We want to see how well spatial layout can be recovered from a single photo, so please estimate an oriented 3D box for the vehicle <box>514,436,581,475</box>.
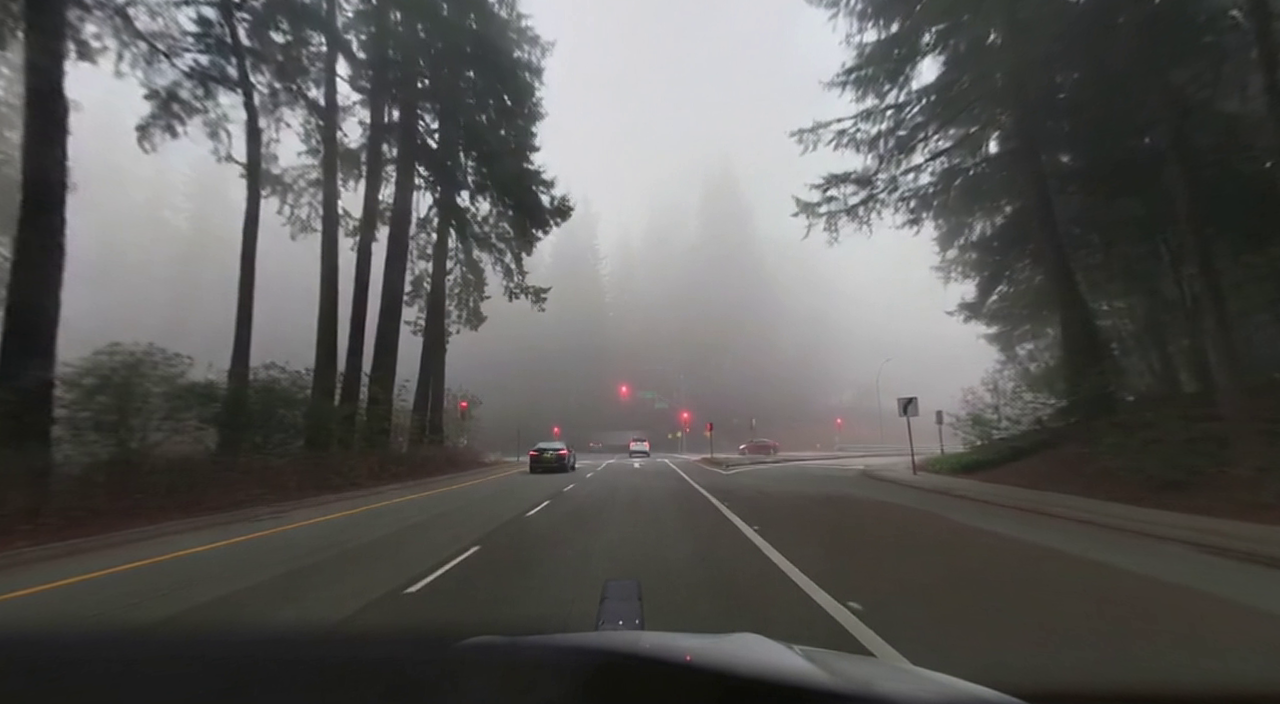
[{"bbox_3d":[-3.750,4.289,26.324,2.082,1.472,4.310,0,-8,1],"label":"vehicle"}]
